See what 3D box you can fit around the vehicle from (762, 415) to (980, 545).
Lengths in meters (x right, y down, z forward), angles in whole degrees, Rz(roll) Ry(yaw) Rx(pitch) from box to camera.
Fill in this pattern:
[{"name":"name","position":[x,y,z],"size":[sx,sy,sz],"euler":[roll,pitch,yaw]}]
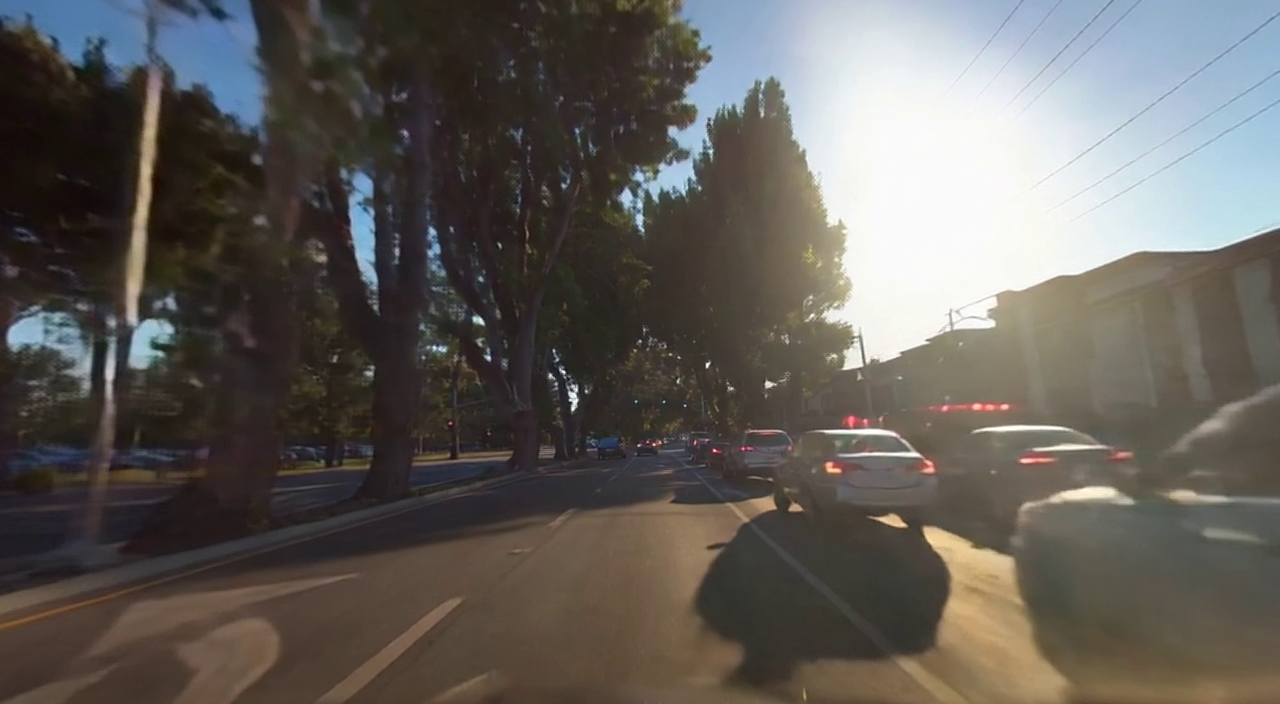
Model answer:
[{"name":"vehicle","position":[3.191,1.836,9.638],"size":[1.945,1.563,3.735],"euler":[0,-8,1]}]

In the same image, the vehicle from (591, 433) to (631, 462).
[{"name":"vehicle","position":[-1.749,5.925,39.420],"size":[2.083,1.691,4.398],"euler":[0,-8,2]}]

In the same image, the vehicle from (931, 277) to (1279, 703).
[{"name":"vehicle","position":[2.827,0.616,1.599],"size":[2.052,1.693,4.554],"euler":[0,-8,1]}]
